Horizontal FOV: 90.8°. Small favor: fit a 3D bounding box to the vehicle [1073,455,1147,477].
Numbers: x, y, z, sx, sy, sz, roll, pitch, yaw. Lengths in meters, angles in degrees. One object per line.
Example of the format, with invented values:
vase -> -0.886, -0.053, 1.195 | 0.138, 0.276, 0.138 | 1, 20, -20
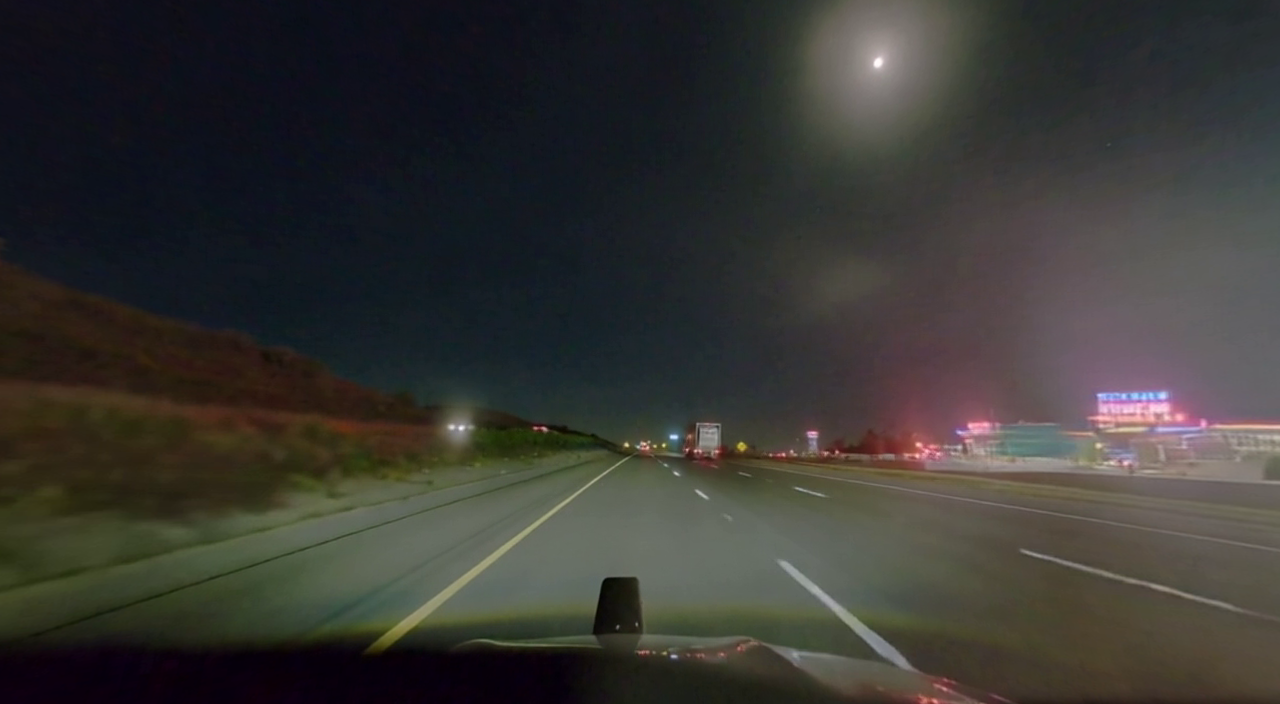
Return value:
vehicle -> 35.628, 8.637, 48.036 | 1.887, 1.471, 4.865 | 0, -8, 0
